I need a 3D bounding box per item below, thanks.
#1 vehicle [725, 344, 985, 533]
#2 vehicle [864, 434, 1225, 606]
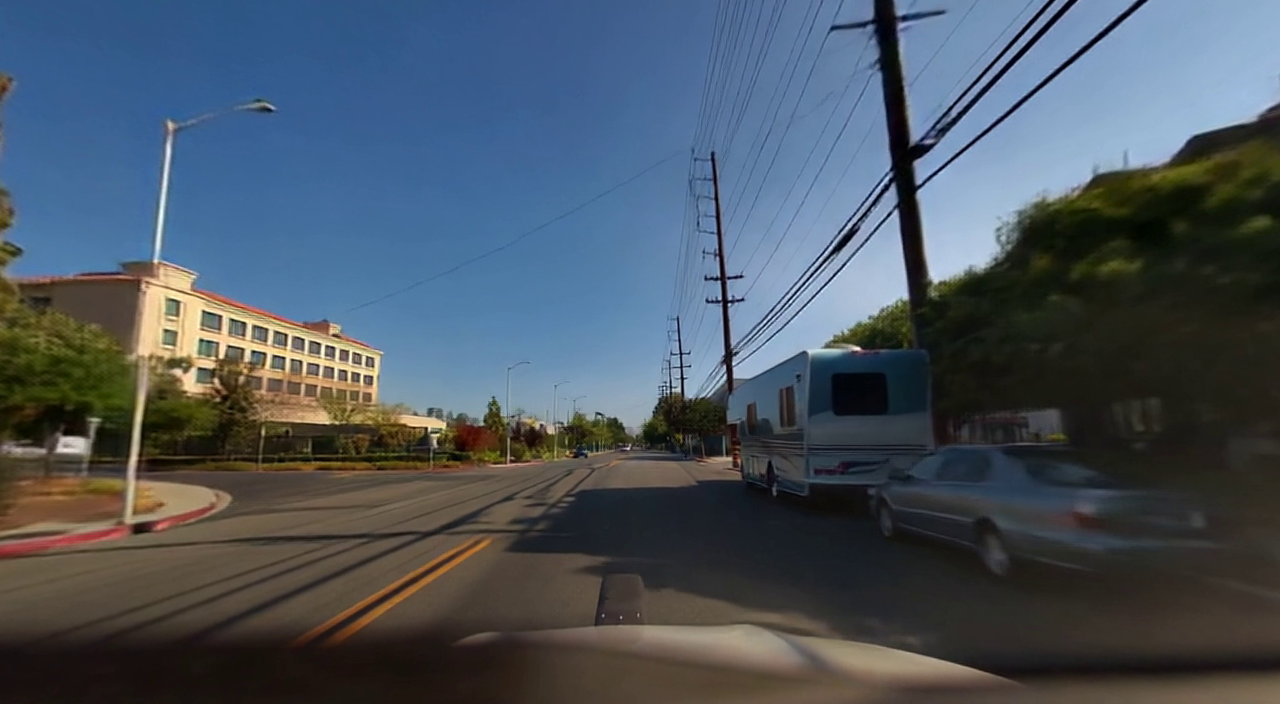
[{"bbox_3d":[4.253,2.117,15.263,3.110,3.241,8.788,0,-9,-1],"label":"vehicle"},{"bbox_3d":[4.422,1.835,7.750,1.852,1.497,3.672,-2,-8,-2],"label":"vehicle"}]
